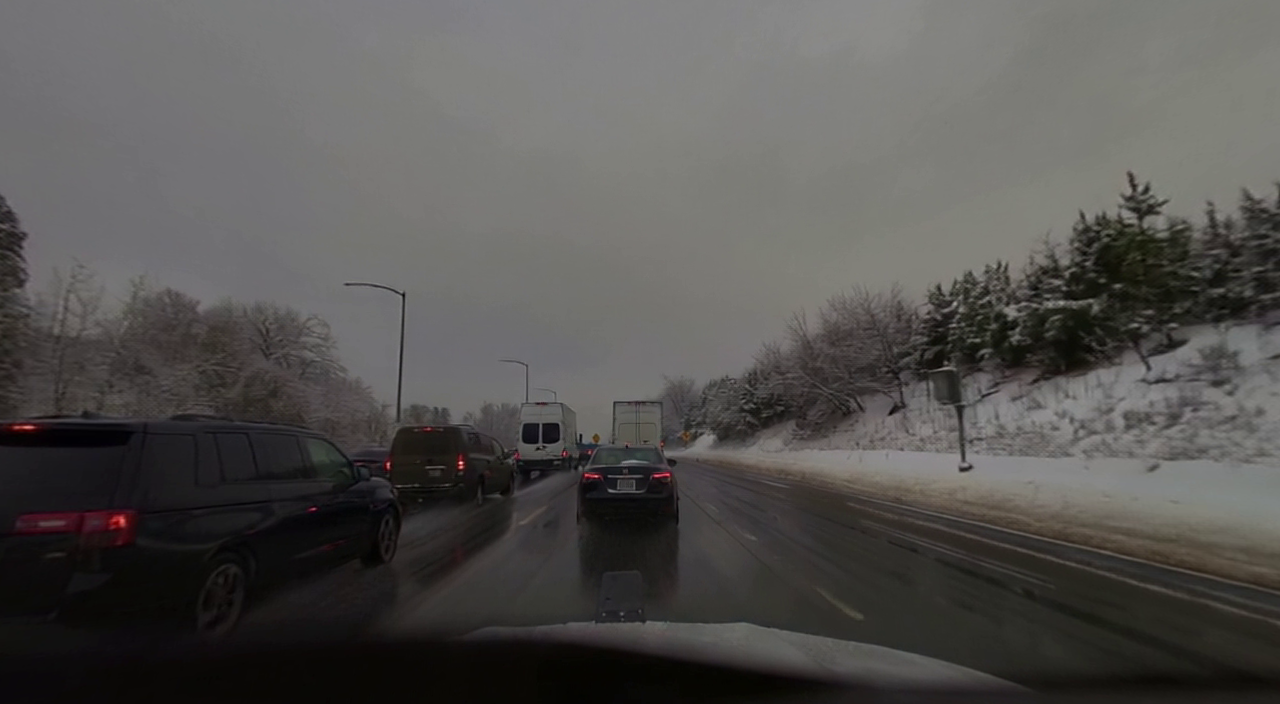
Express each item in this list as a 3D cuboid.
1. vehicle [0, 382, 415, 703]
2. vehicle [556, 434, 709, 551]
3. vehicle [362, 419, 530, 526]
[{"bbox_3d":[-3.670,1.311,5.131,2.029,1.656,4.437,0,-9,0],"label":"vehicle"},{"bbox_3d":[-0.104,2.116,10.045,1.995,1.495,3.380,0,-9,0],"label":"vehicle"},{"bbox_3d":[-3.924,2.549,13.790,2.055,1.913,4.584,-1,-9,2],"label":"vehicle"}]
